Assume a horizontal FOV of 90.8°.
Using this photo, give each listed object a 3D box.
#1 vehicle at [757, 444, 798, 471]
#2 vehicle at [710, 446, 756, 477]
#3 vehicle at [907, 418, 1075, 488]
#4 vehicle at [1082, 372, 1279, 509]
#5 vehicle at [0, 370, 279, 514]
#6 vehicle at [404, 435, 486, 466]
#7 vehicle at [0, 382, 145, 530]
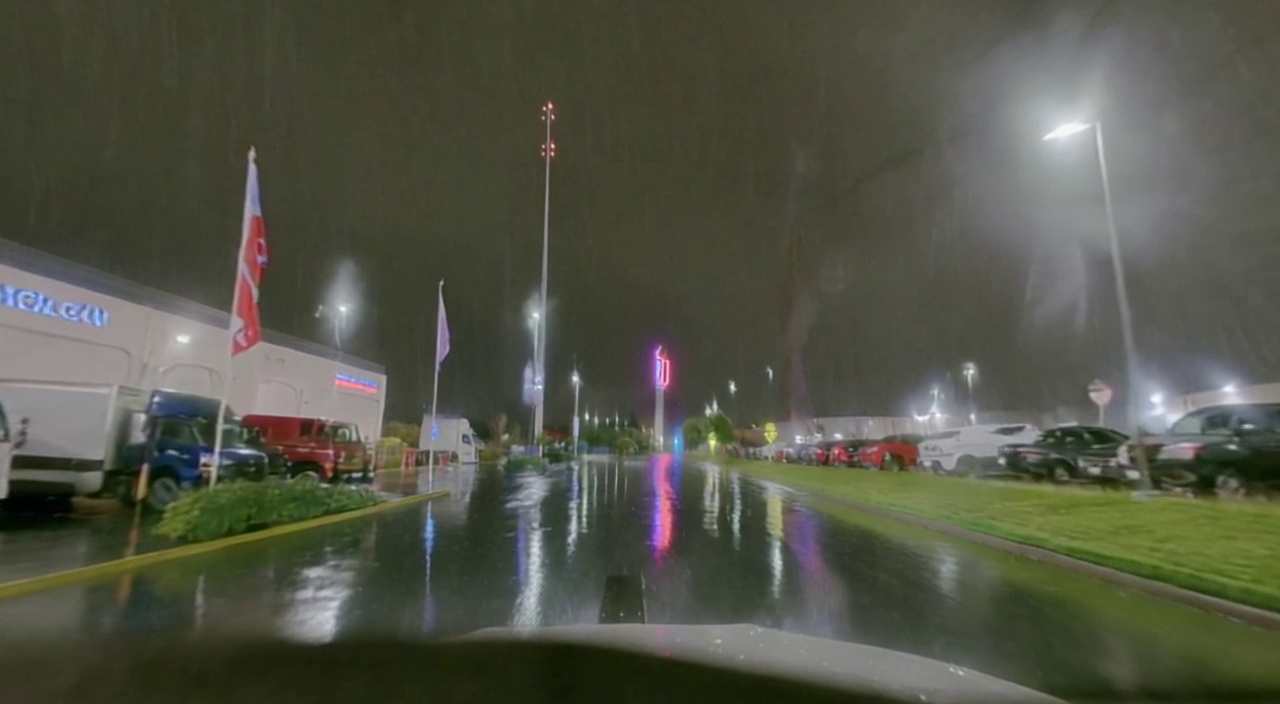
[{"bbox_3d":[9.610,7.282,43.830,2.021,1.753,4.342,-3,-9,21],"label":"vehicle"},{"bbox_3d":[5.285,6.266,36.455,2.026,1.659,4.314,0,-9,0],"label":"vehicle"},{"bbox_3d":[10.852,3.219,19.459,5.138,1.778,2.034,8,-15,-30],"label":"vehicle"},{"bbox_3d":[11.844,1.805,12.789,6.017,2.202,2.328,5,-10,-31],"label":"vehicle"},{"bbox_3d":[-11.136,1.930,13.629,5.254,2.811,2.188,0,-9,1],"label":"vehicle"},{"bbox_3d":[-13.158,6.617,42.485,5.672,1.963,2.189,-6,-11,34],"label":"vehicle"},{"bbox_3d":[-11.783,1.779,10.995,4.458,2.299,2.092,0,-9,1],"label":"vehicle"}]
